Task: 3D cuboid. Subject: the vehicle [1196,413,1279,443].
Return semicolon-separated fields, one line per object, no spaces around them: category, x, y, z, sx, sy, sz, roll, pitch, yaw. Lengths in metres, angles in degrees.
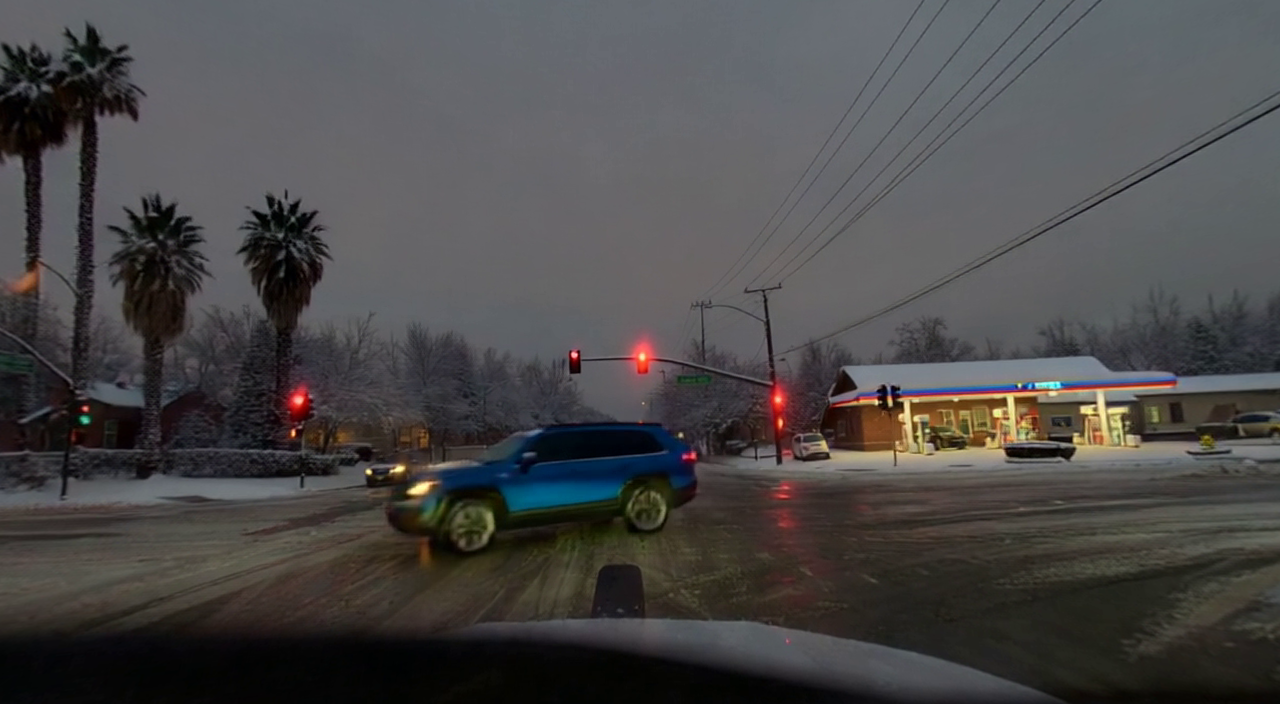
vehicle;38.302;4.791;39.971;4.488;1.447;1.765;-5;-8;-1

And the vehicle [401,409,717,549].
vehicle;-1.119;2.023;10.784;5.086;1.817;1.952;7;-12;-42

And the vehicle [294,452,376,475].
vehicle;-20.944;7.681;43.514;4.672;1.469;1.816;-1;-9;-2
